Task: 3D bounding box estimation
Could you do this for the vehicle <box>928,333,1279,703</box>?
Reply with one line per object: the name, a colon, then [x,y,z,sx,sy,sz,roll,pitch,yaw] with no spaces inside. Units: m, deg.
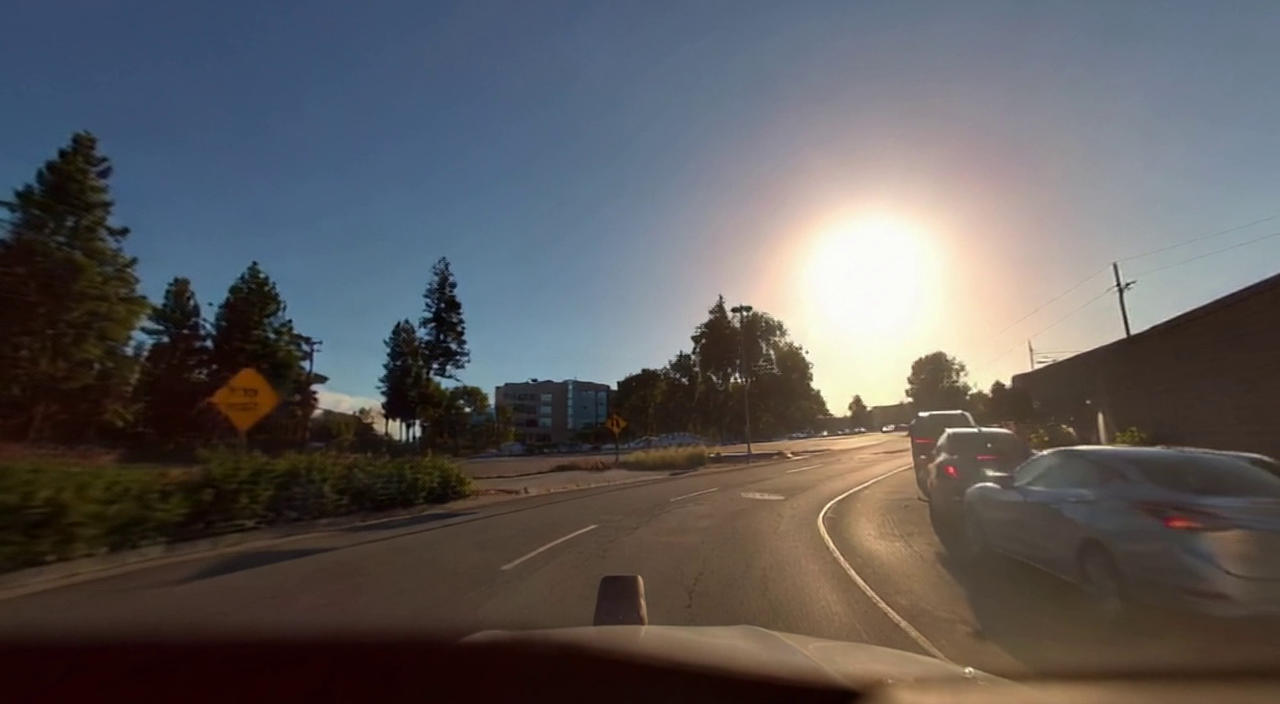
vehicle: [4.288,1.147,5.311,2.168,1.846,4.794,-1,-8,10]
